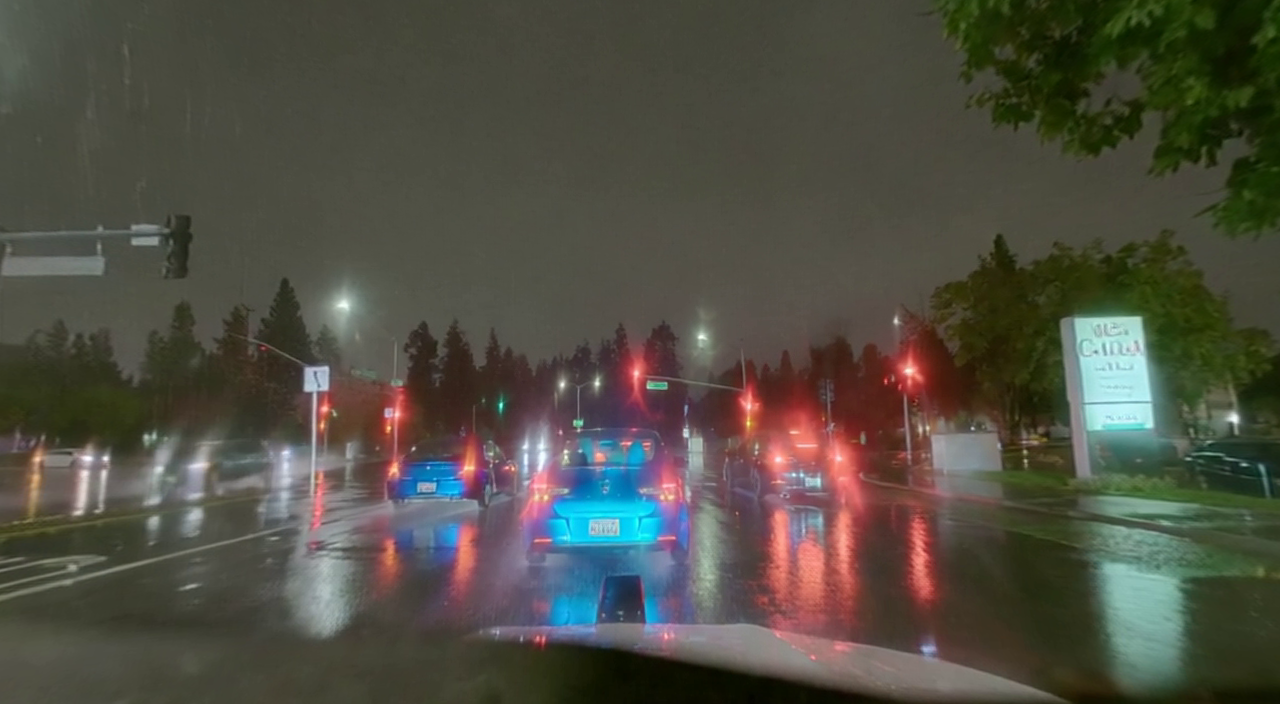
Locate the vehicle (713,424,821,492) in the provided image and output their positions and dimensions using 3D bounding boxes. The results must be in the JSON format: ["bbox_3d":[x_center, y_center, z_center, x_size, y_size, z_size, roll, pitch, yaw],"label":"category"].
[{"bbox_3d":[3.429,2.974,17.993,2.028,1.678,4.220,0,-8,-2],"label":"vehicle"}]

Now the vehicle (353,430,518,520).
[{"bbox_3d":[-3.720,2.300,12.300,1.998,1.452,3.773,0,-8,-1],"label":"vehicle"}]

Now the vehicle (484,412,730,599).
[{"bbox_3d":[-0.366,1.583,7.430,2.045,1.533,4.183,0,-8,-3],"label":"vehicle"}]

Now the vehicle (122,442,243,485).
[{"bbox_3d":[-20.180,4.896,28.169,1.982,1.712,4.511,0,-8,0],"label":"vehicle"}]
